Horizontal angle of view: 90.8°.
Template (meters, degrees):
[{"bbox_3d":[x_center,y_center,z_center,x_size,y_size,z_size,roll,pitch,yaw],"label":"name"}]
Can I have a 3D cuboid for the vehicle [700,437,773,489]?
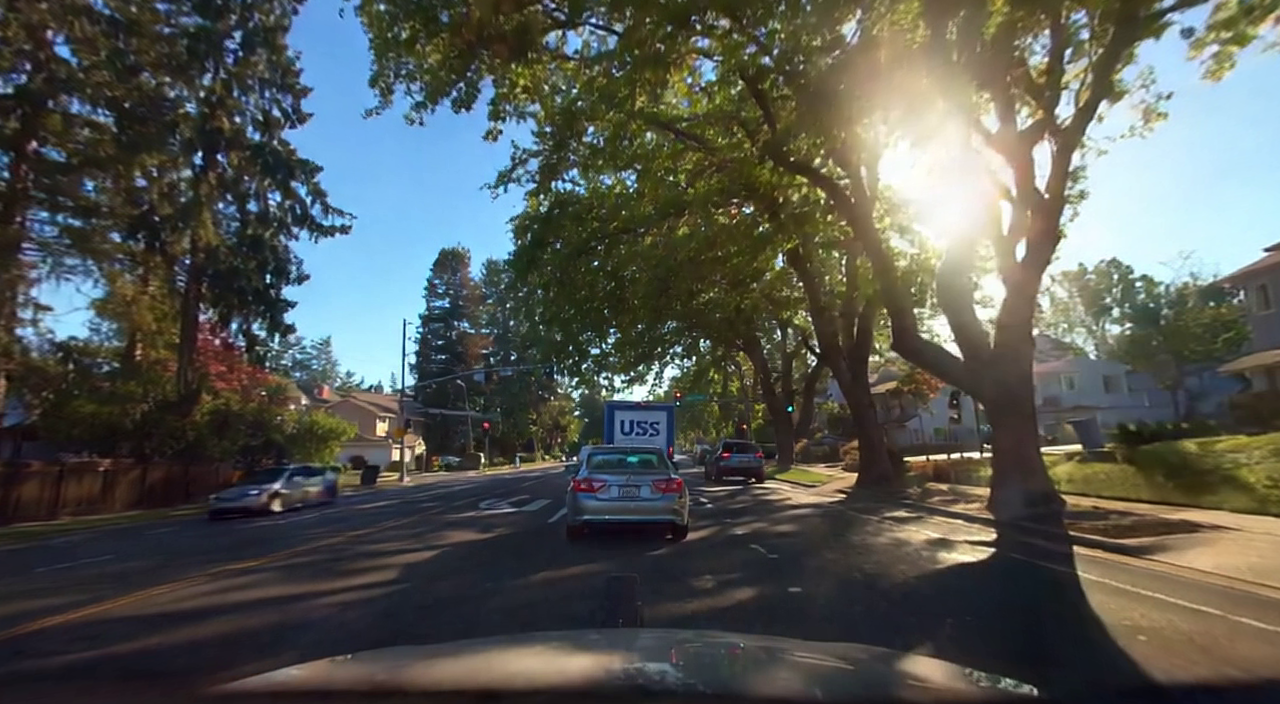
[{"bbox_3d":[3.690,4.331,25.054,2.145,1.847,4.524,0,-8,-1],"label":"vehicle"}]

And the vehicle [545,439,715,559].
[{"bbox_3d":[-0.159,2.164,10.100,2.135,1.483,4.207,0,-8,-1],"label":"vehicle"}]

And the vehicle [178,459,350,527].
[{"bbox_3d":[-9.770,3.654,16.924,1.950,1.467,4.270,0,-8,0],"label":"vehicle"}]
